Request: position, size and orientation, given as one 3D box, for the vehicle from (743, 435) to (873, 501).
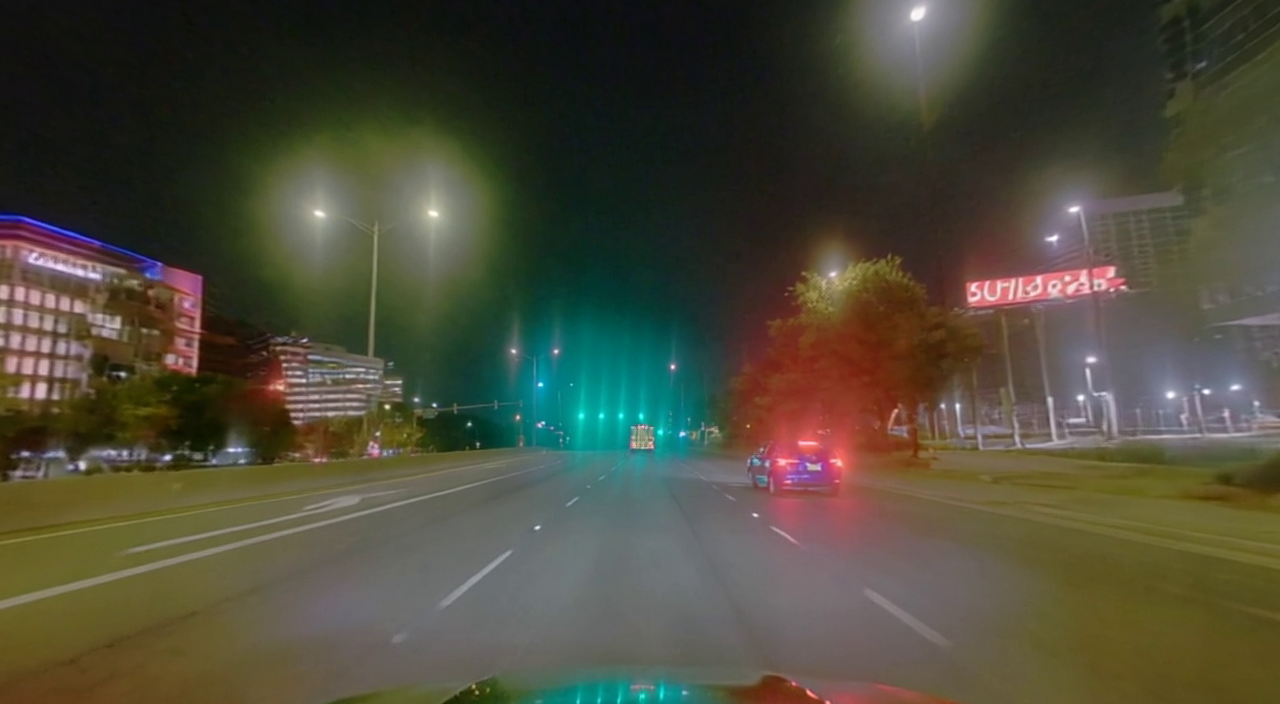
[{"bbox_3d":[4.136,2.921,16.410,2.005,1.442,4.675,0,-8,-1],"label":"vehicle"}]
